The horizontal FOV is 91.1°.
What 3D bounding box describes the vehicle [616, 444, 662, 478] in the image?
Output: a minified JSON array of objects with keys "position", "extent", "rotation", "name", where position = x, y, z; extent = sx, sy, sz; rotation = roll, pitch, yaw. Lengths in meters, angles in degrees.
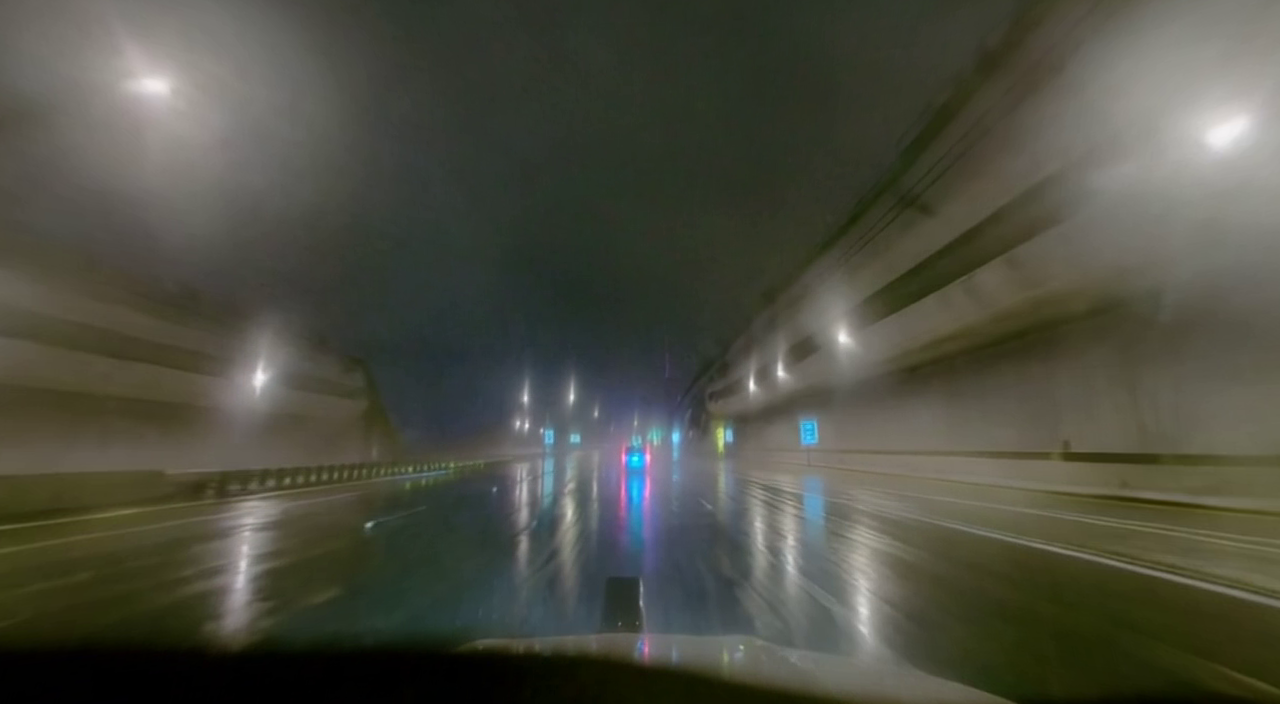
[{"position":[-0.084,5.232,30.364],"extent":[2.055,1.501,4.321],"rotation":[0,-9,0],"name":"vehicle"}]
